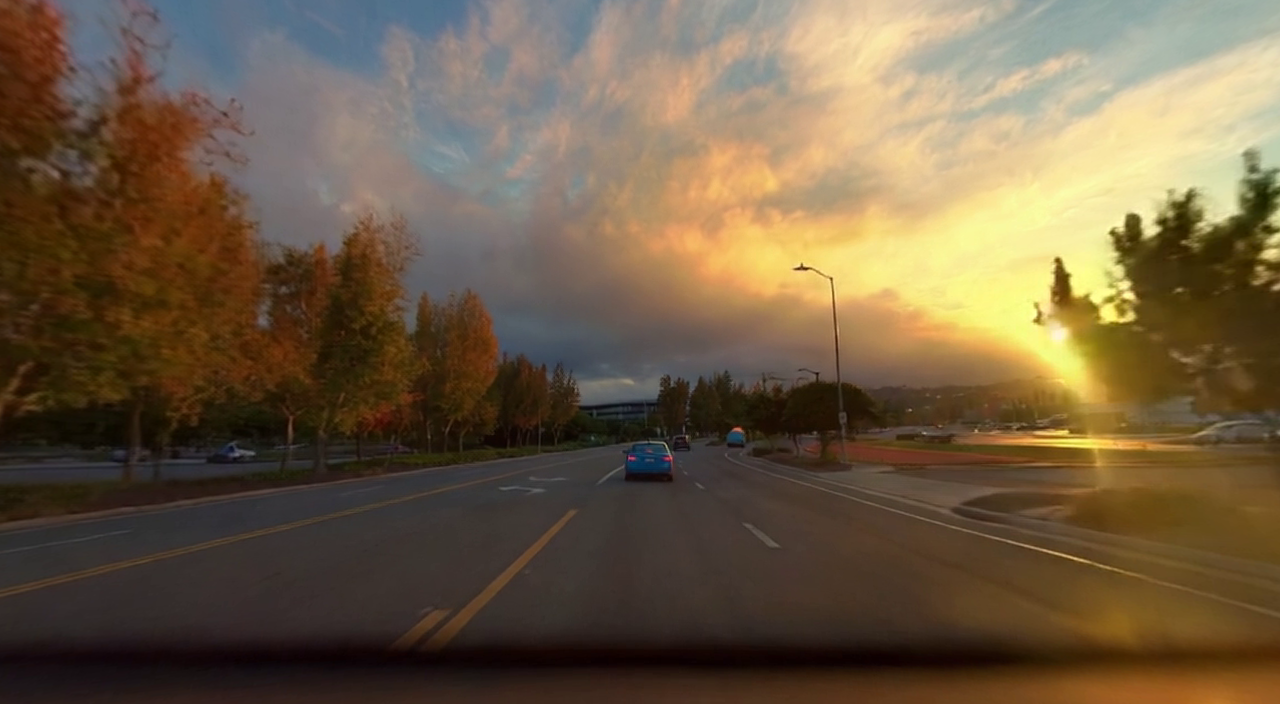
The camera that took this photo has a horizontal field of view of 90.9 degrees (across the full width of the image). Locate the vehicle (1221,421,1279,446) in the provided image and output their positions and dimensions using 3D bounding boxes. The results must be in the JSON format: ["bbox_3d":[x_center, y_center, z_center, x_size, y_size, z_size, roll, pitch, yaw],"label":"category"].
[{"bbox_3d":[43.073,5.585,43.335,4.176,1.648,1.872,-1,-8,4],"label":"vehicle"}]

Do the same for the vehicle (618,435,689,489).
[{"bbox_3d":[0.409,3.401,19.815,2.010,1.535,3.735,0,-8,1],"label":"vehicle"}]
